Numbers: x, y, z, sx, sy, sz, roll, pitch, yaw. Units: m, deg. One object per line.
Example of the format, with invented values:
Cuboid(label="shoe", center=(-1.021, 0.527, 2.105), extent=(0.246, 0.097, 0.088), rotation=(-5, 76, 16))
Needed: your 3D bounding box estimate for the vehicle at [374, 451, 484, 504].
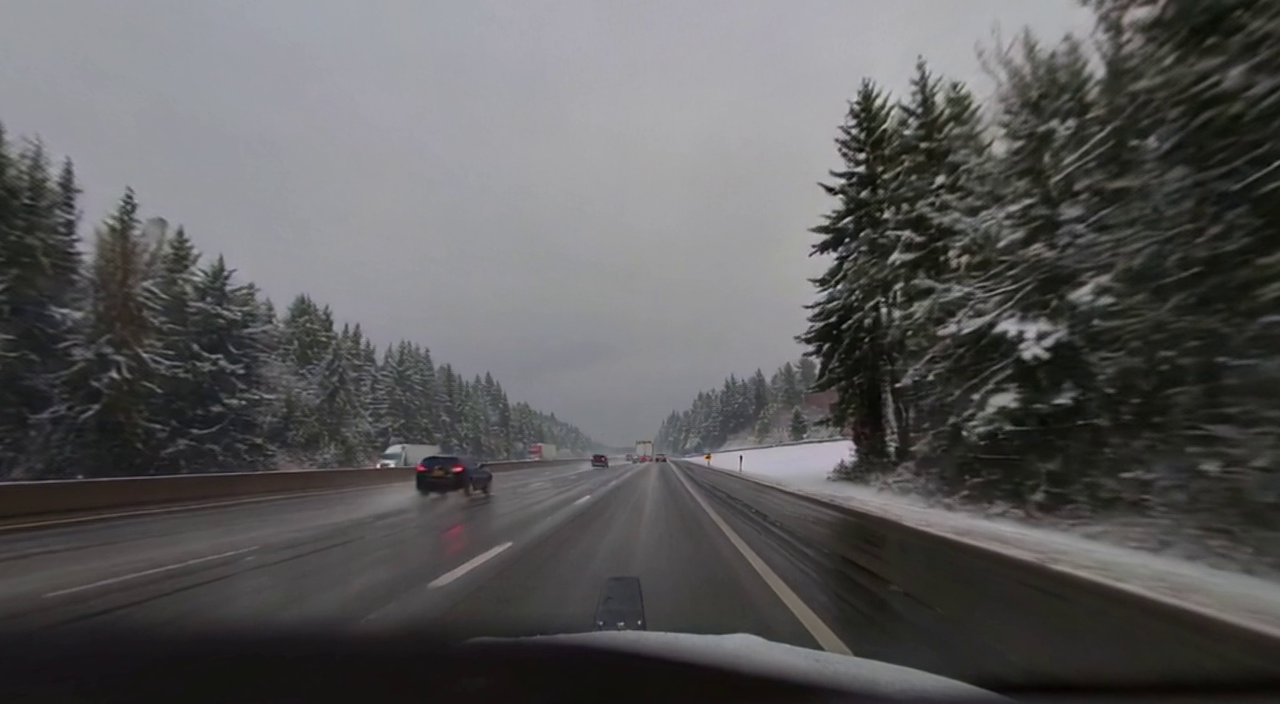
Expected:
Cuboid(label="vehicle", center=(-6.954, 4.154, 21.322), extent=(1.996, 1.579, 4.439), rotation=(0, -9, 2))
